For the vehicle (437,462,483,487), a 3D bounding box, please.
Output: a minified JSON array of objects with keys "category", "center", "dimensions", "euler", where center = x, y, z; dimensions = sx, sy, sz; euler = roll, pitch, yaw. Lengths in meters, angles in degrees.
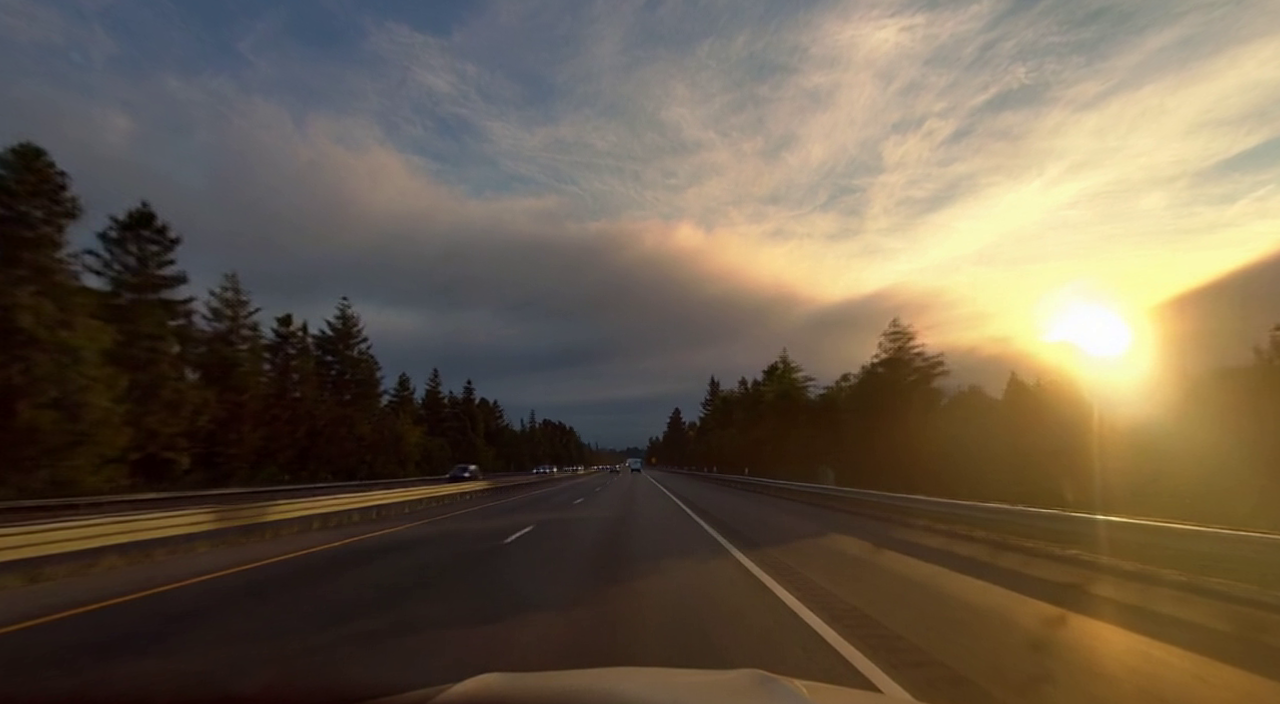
[{"category":"vehicle","center":[-12.672,8.663,44.572],"dimensions":[1.927,1.669,4.199],"euler":[0,-11,1]}]
